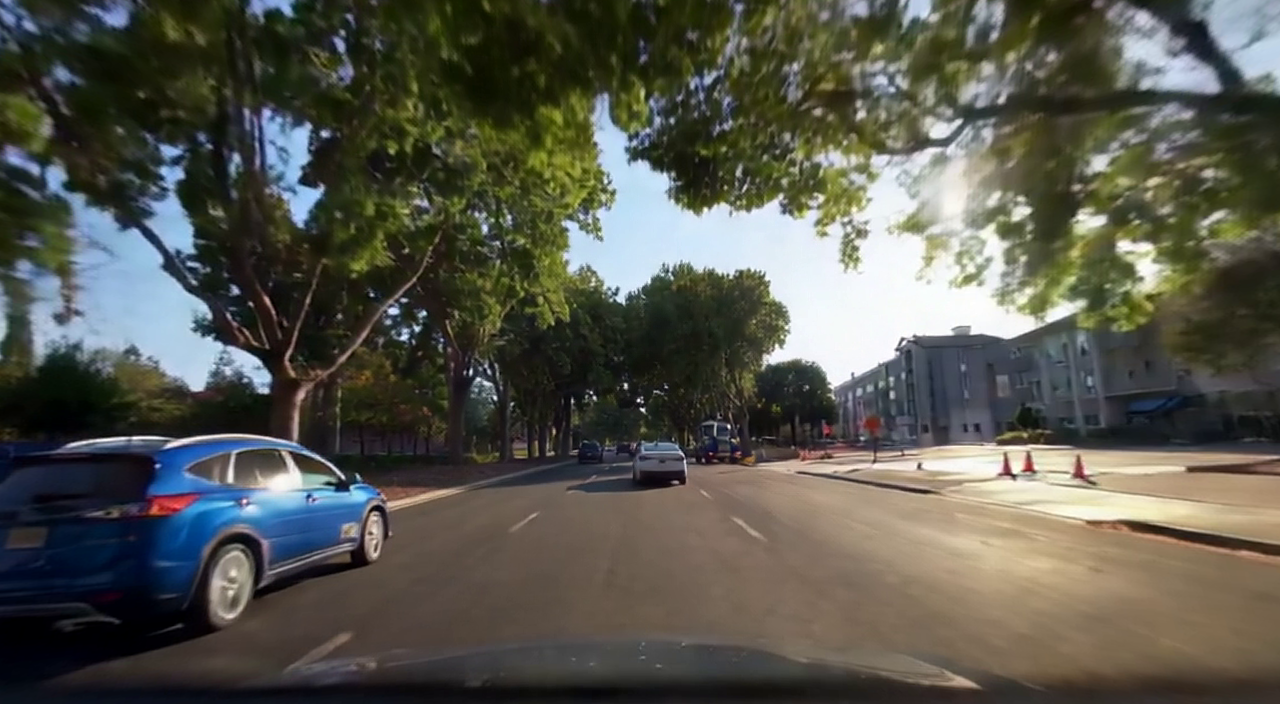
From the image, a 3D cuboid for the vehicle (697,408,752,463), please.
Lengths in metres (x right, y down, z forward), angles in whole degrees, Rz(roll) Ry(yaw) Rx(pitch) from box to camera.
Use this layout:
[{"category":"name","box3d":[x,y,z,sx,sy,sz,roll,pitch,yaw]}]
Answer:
[{"category":"vehicle","box3d":[6.226,6.450,48.282,2.867,3.600,11.047,-1,-8,1]}]

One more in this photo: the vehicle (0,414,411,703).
[{"category":"vehicle","box3d":[-3.994,1.433,5.670,2.003,1.507,4.808,0,-8,1]}]

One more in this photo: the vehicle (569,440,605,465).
[{"category":"vehicle","box3d":[-3.630,6.953,43.911,2.062,1.641,4.193,0,-8,1]}]

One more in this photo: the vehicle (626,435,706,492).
[{"category":"vehicle","box3d":[0.646,3.218,18.491,2.086,1.466,4.026,0,-8,-1]}]
